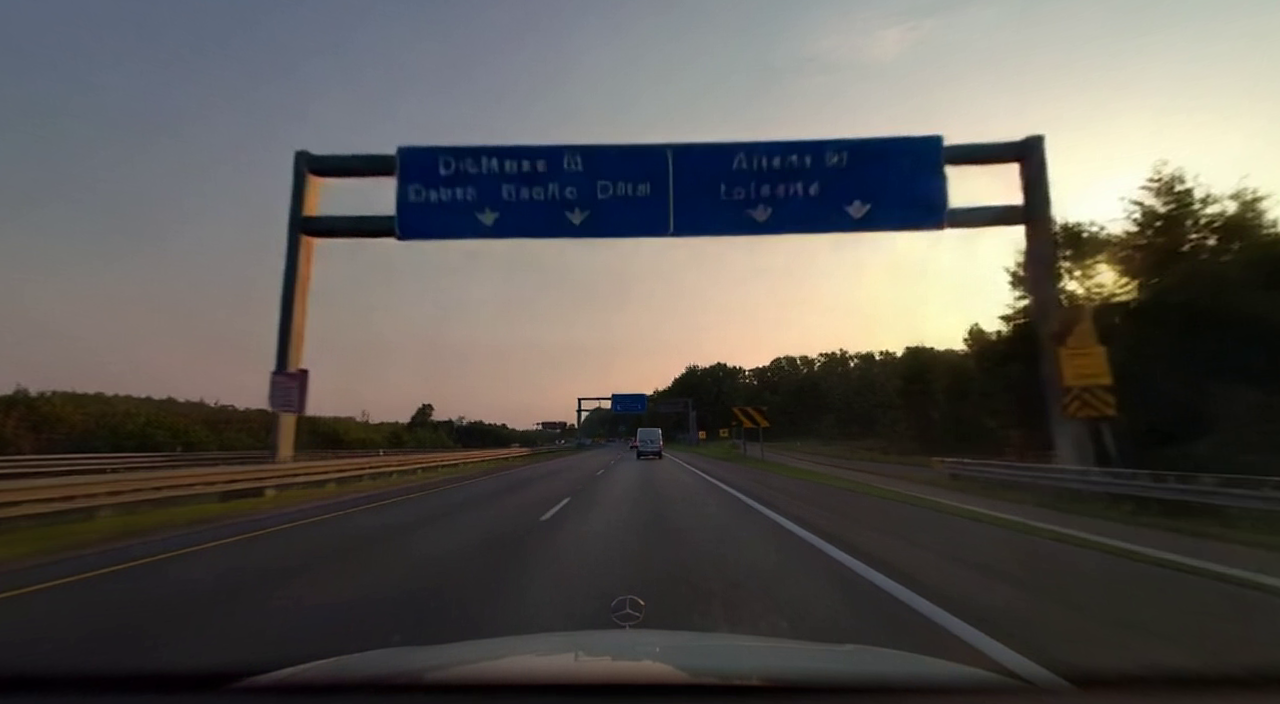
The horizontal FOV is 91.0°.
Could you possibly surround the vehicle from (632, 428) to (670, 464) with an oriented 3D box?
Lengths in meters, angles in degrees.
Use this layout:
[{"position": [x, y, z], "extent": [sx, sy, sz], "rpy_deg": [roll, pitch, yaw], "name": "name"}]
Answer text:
[{"position": [0.695, 5.931, 39.735], "extent": [2.277, 2.109, 4.922], "rpy_deg": [0, -8, 1], "name": "vehicle"}]
